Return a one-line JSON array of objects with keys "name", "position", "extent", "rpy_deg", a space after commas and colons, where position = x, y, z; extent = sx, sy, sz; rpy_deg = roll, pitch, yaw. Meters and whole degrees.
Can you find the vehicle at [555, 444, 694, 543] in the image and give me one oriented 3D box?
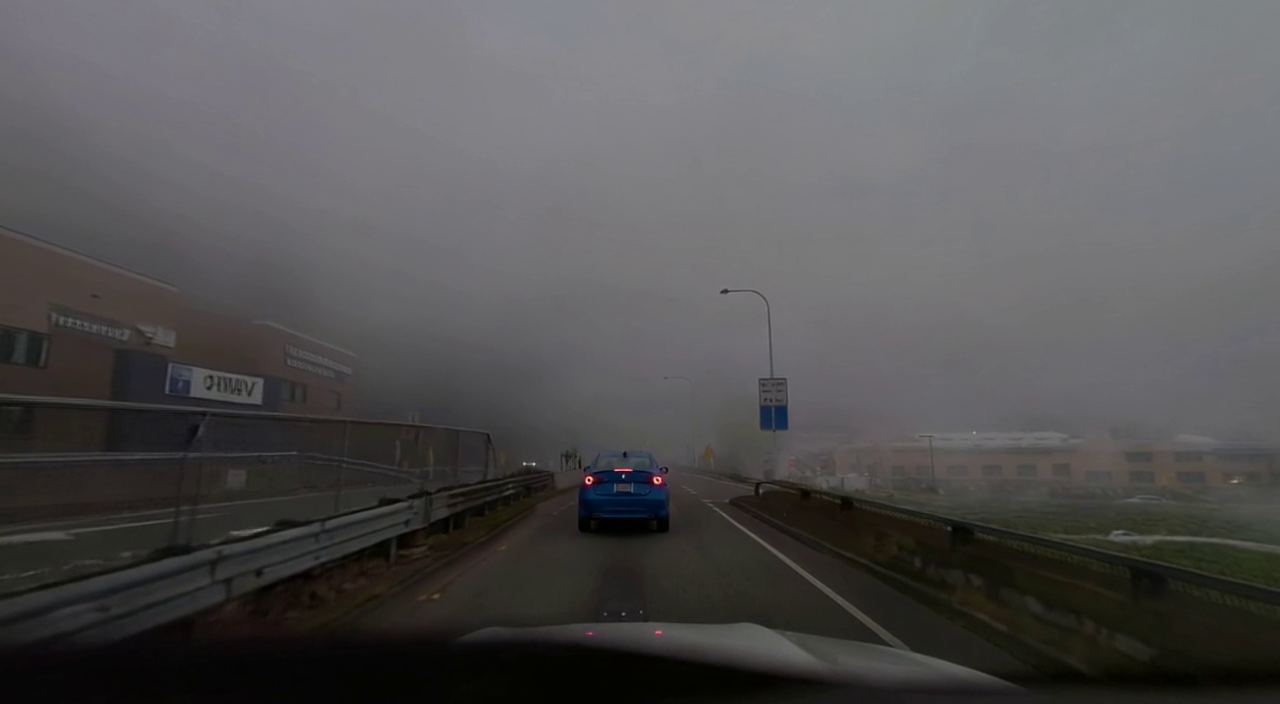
[{"name": "vehicle", "position": [-0.238, 2.415, 11.414], "extent": [2.063, 1.442, 3.933], "rpy_deg": [0, -9, 0]}]
